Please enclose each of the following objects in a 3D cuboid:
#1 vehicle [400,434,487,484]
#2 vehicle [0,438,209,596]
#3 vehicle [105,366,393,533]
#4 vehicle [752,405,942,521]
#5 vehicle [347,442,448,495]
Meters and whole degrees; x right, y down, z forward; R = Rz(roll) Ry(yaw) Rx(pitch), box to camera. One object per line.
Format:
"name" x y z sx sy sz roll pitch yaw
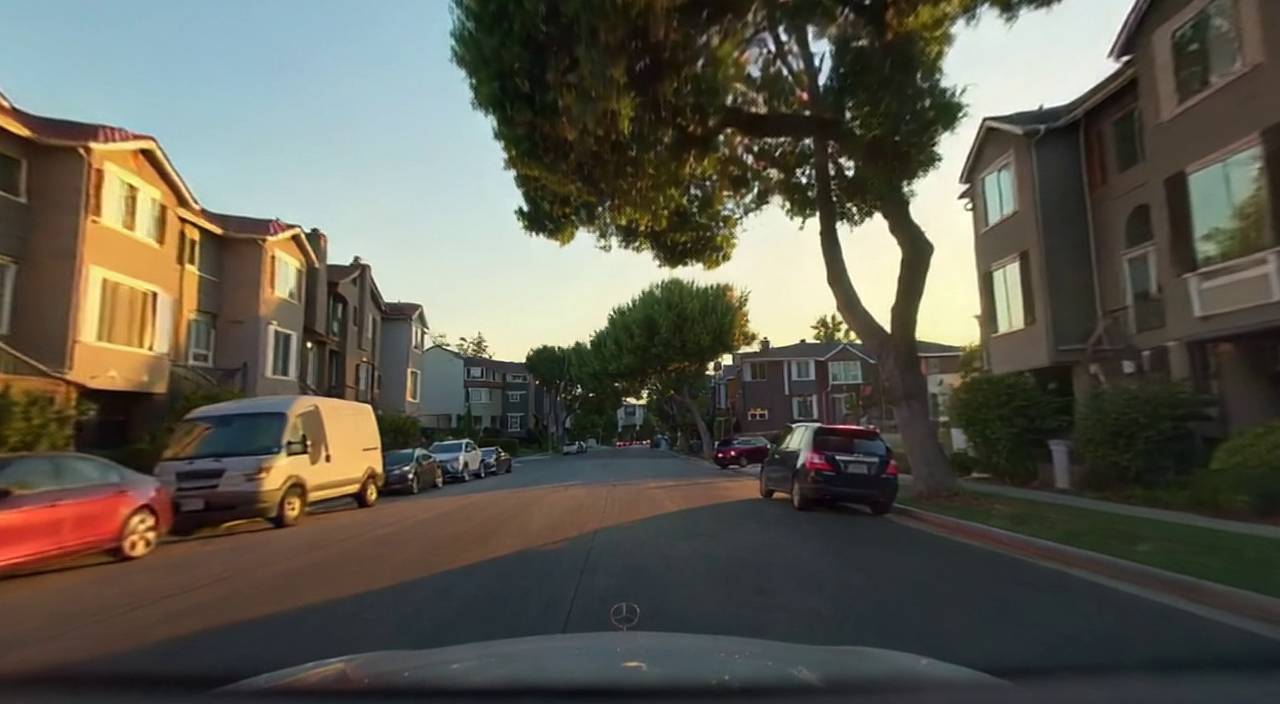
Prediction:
"vehicle" -7.688 4.244 25.104 2.136 1.758 4.297 -2 -9 -1
"vehicle" -7.133 1.717 6.817 1.953 1.501 4.125 -1 -8 1
"vehicle" -7.466 2.045 13.161 2.341 2.674 5.753 0 -10 -1
"vehicle" 3.974 2.254 13.264 2.216 1.955 4.970 0 -8 -1
"vehicle" -7.569 3.630 20.034 1.845 1.510 3.729 1 -8 -3
